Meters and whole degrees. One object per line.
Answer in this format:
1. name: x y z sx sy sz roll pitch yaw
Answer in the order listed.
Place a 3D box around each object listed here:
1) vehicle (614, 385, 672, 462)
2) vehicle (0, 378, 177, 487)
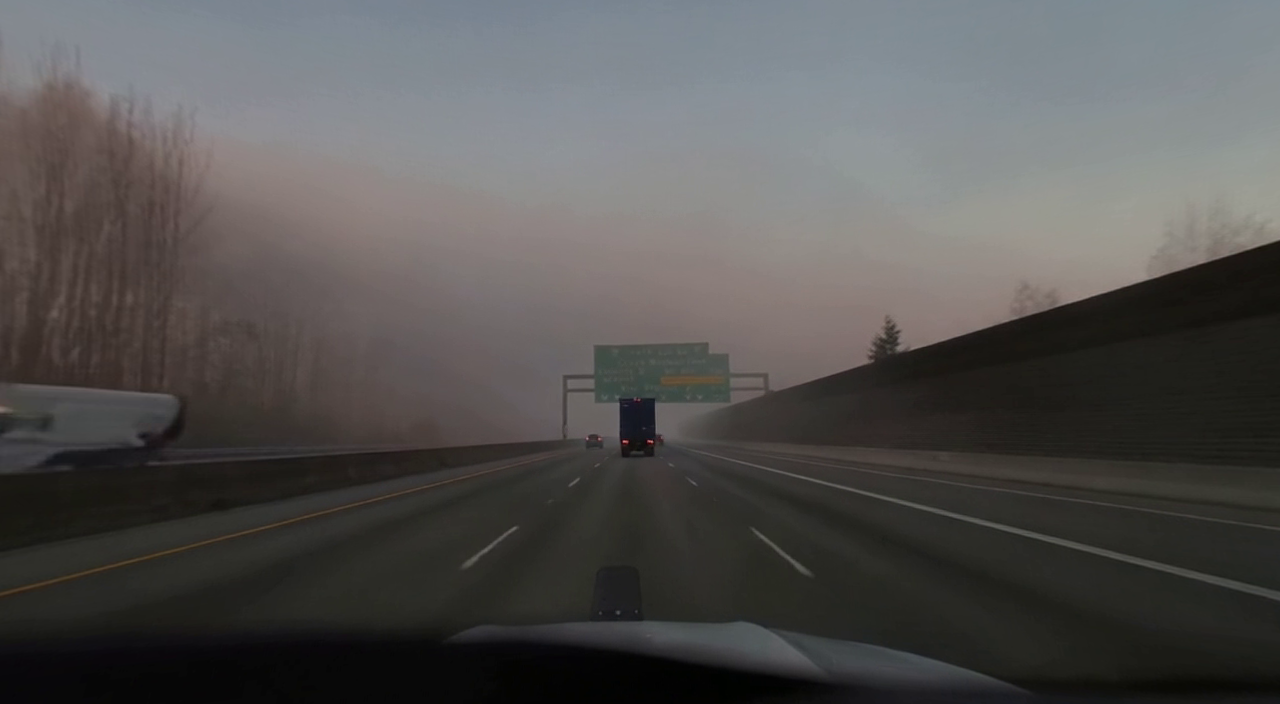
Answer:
1. vehicle: 0.109 4.791 40.623 2.965 3.972 16.689 0 -8 0
2. vehicle: -25.885 3.530 27.345 2.990 4.107 11.120 0 -8 0
